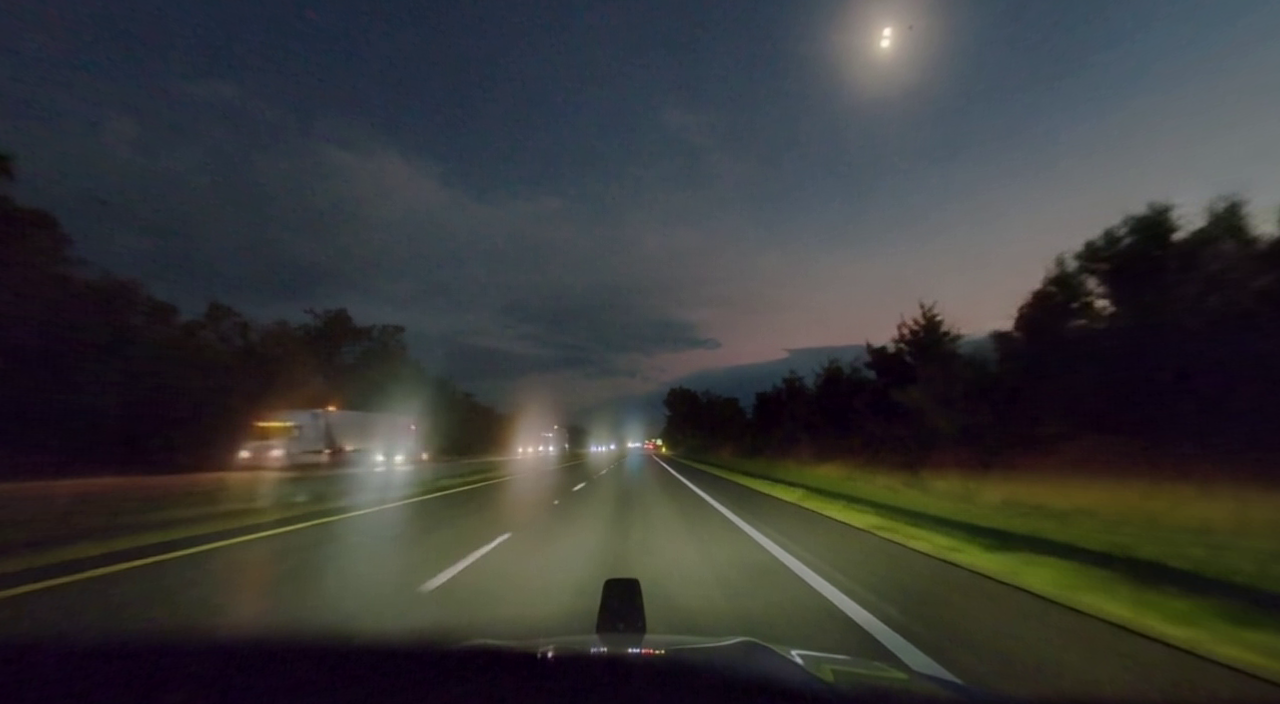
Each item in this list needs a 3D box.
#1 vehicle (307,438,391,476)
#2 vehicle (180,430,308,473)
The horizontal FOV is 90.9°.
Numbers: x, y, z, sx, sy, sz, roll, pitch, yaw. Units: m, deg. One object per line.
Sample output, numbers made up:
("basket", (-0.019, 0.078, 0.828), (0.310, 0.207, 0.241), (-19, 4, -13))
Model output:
("vehicle", (-11.596, 4.195, 25.360), (1.772, 1.418, 3.370), (0, -9, -1))
("vehicle", (-15.730, 4.007, 25.389), (2.202, 1.541, 4.490), (0, -9, 0))
